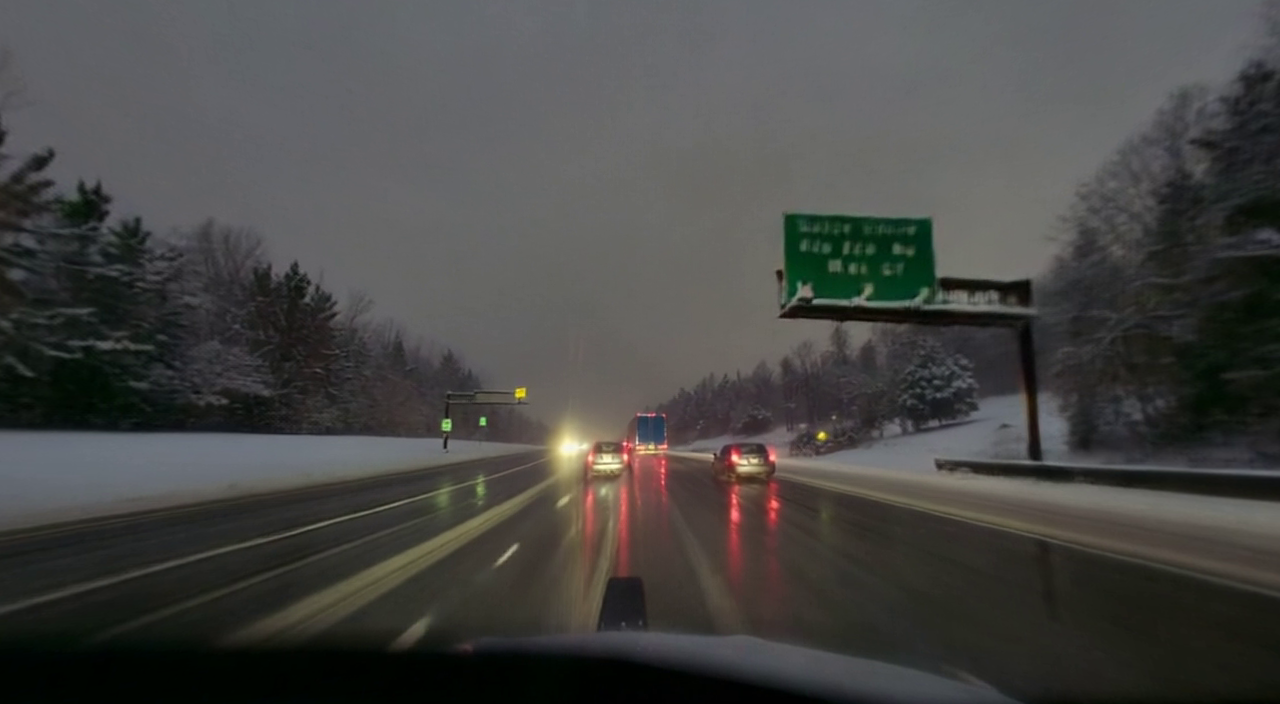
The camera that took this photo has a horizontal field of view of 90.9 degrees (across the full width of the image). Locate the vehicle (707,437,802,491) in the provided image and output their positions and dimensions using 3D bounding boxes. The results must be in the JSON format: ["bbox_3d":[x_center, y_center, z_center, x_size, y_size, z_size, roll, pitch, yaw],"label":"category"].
[{"bbox_3d":[3.424,3.432,19.710,1.971,1.472,4.301,0,-8,-2],"label":"vehicle"}]

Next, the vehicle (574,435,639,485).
[{"bbox_3d":[-1.069,3.628,21.441,2.020,1.516,3.951,0,-8,-1],"label":"vehicle"}]
